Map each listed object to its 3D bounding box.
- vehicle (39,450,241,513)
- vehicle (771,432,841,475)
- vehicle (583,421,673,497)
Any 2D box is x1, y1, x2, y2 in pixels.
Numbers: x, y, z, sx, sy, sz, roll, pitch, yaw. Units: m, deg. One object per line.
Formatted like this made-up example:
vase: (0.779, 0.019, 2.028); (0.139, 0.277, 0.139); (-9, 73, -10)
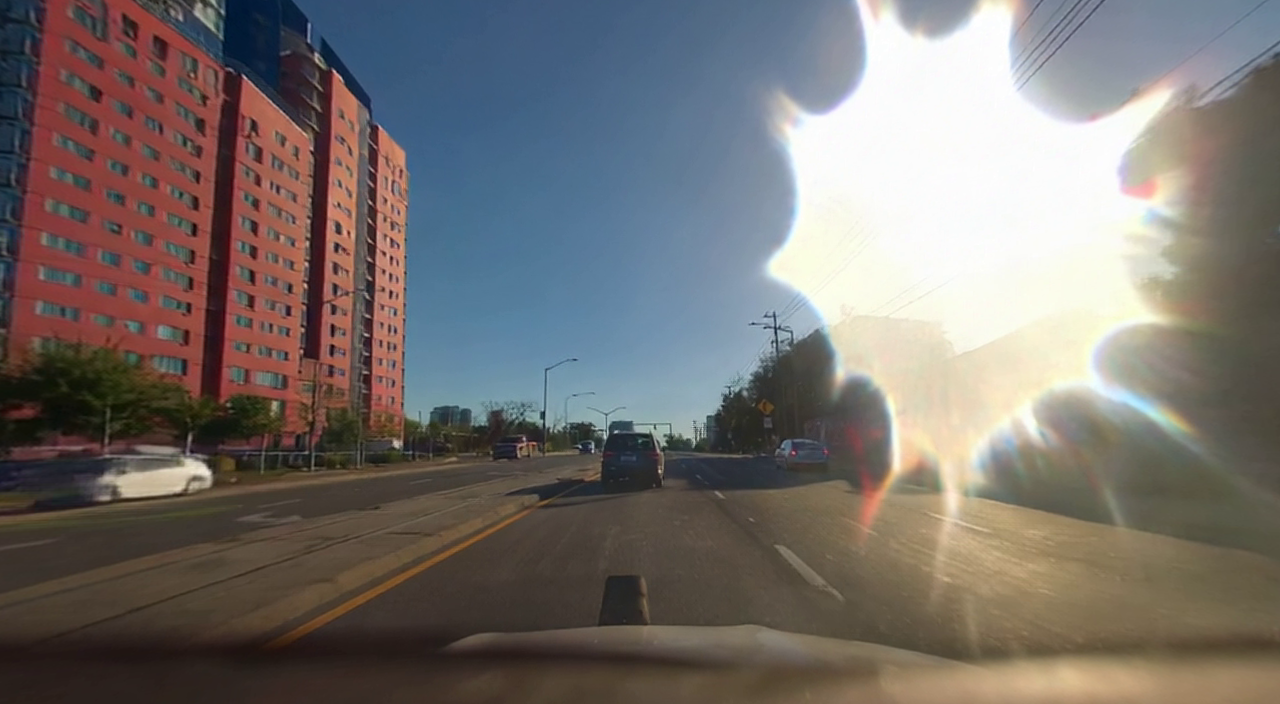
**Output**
vehicle: (-13.948, 3.580, 18.020); (1.842, 1.482, 4.386); (-1, -8, 6)
vehicle: (7.278, 4.476, 28.113); (1.952, 1.749, 4.311); (0, -8, 0)
vehicle: (-0.174, 2.896, 17.472); (2.160, 1.786, 4.702); (-1, -8, 3)
